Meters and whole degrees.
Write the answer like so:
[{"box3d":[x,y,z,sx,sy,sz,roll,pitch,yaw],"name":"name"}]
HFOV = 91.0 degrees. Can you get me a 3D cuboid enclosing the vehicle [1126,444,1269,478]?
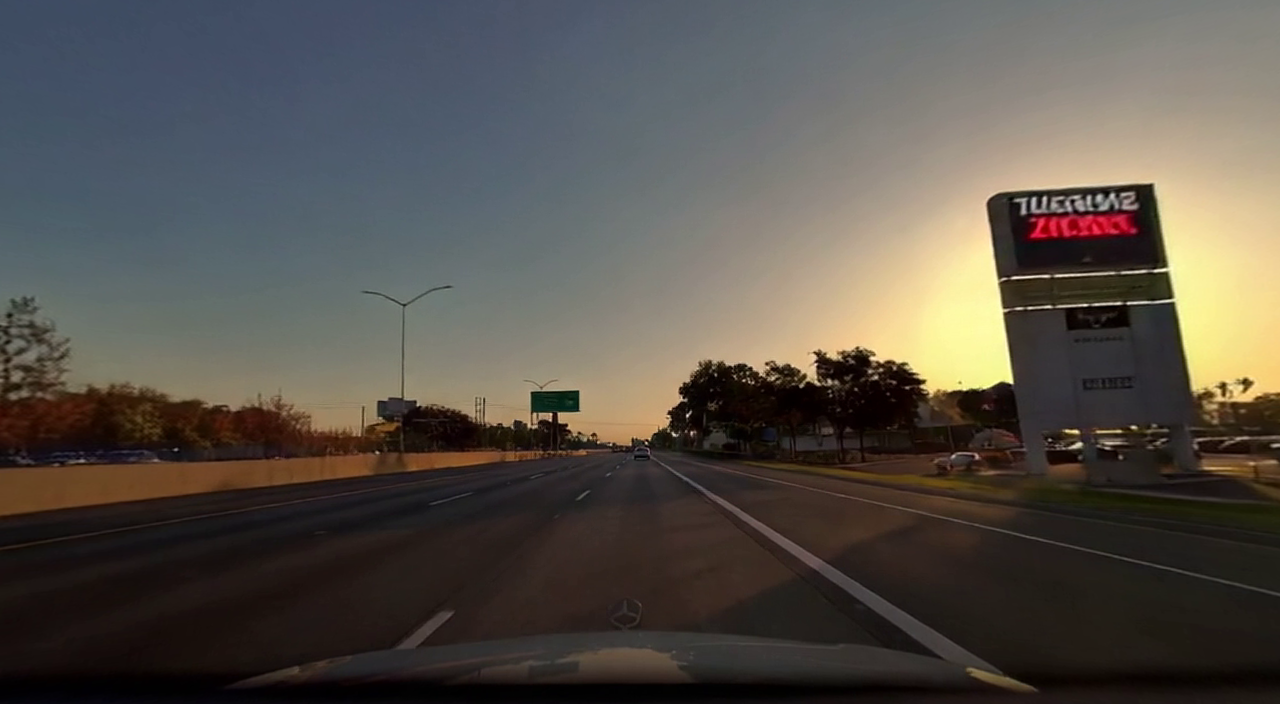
[{"box3d":[40.294,7.917,45.712,7.313,2.332,2.770,-1,-9,6],"name":"vehicle"}]
